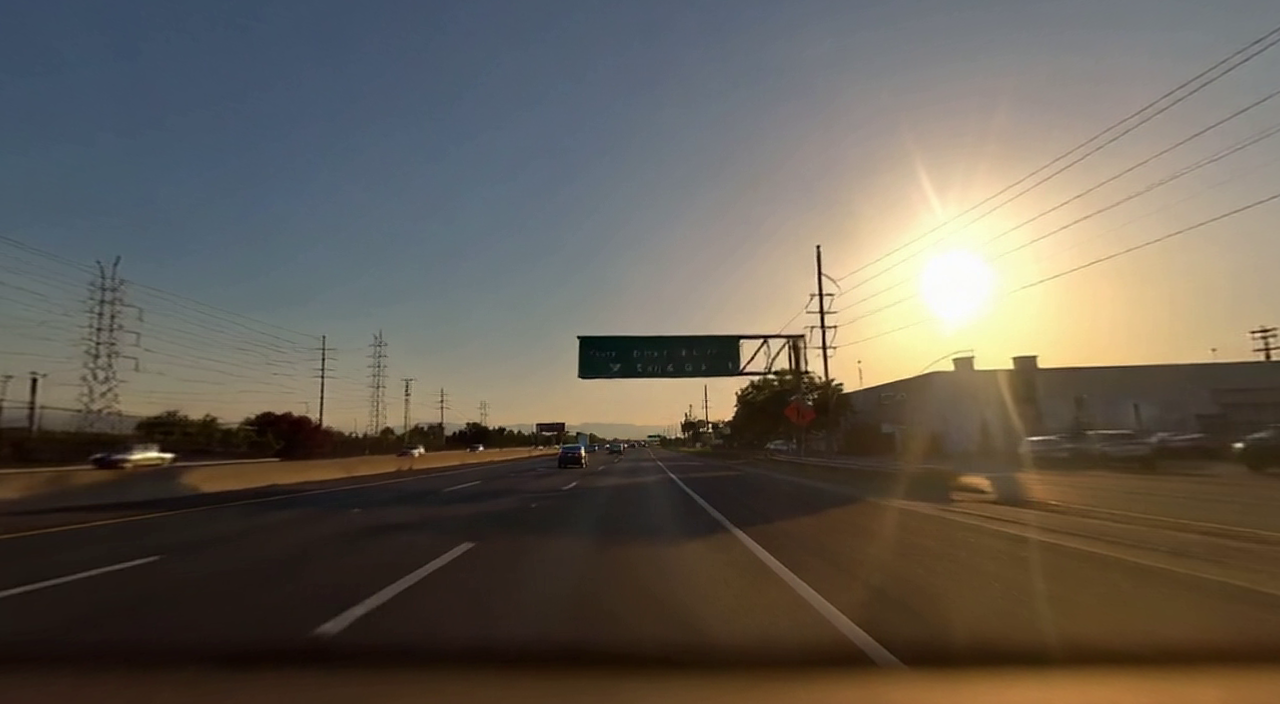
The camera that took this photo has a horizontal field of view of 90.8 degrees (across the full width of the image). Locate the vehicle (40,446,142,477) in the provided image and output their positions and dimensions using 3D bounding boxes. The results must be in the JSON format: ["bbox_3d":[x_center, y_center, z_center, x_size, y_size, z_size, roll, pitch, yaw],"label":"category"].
[{"bbox_3d":[-33.101,6.578,38.272,1.994,1.741,4.559,0,-9,1],"label":"vehicle"}]

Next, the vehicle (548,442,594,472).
[{"bbox_3d":[-3.684,5.679,34.419,1.940,1.479,4.545,0,-9,1],"label":"vehicle"}]

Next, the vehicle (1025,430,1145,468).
[{"bbox_3d":[19.041,4.192,27.337,1.826,1.487,4.419,0,-9,-3],"label":"vehicle"}]
